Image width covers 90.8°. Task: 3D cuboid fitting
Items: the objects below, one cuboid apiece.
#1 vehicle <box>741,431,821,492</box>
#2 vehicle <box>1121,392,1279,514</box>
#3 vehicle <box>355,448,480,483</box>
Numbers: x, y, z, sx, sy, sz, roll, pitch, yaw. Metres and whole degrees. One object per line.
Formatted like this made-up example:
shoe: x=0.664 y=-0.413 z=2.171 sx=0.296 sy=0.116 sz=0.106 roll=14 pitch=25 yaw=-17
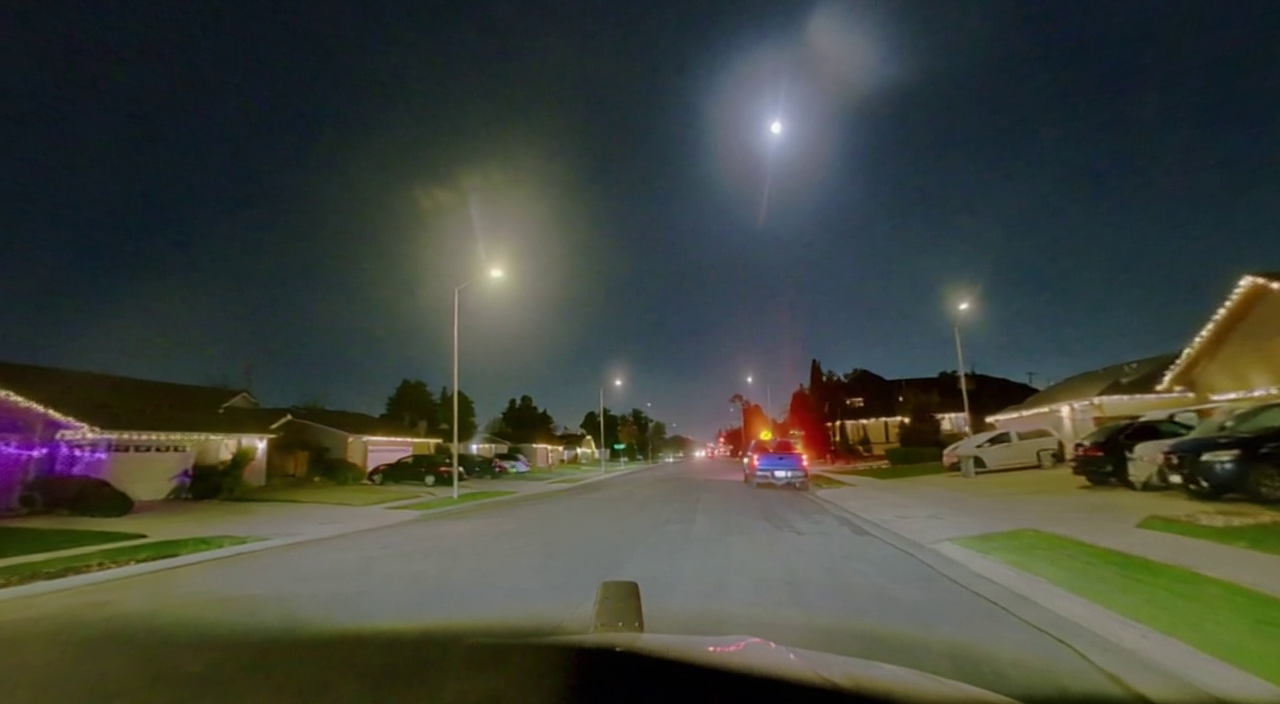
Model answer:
vehicle: x=5.266 y=4.059 z=23.873 sx=2.552 sy=2.024 sz=5.414 roll=-2 pitch=-8 yaw=11
vehicle: x=10.264 y=1.275 z=9.268 sx=4.554 sy=1.515 sz=1.858 roll=-9 pitch=-10 yaw=11
vehicle: x=-9.845 y=5.028 z=28.144 sx=4.916 sy=1.485 sz=1.807 roll=-1 pitch=-8 yaw=6
